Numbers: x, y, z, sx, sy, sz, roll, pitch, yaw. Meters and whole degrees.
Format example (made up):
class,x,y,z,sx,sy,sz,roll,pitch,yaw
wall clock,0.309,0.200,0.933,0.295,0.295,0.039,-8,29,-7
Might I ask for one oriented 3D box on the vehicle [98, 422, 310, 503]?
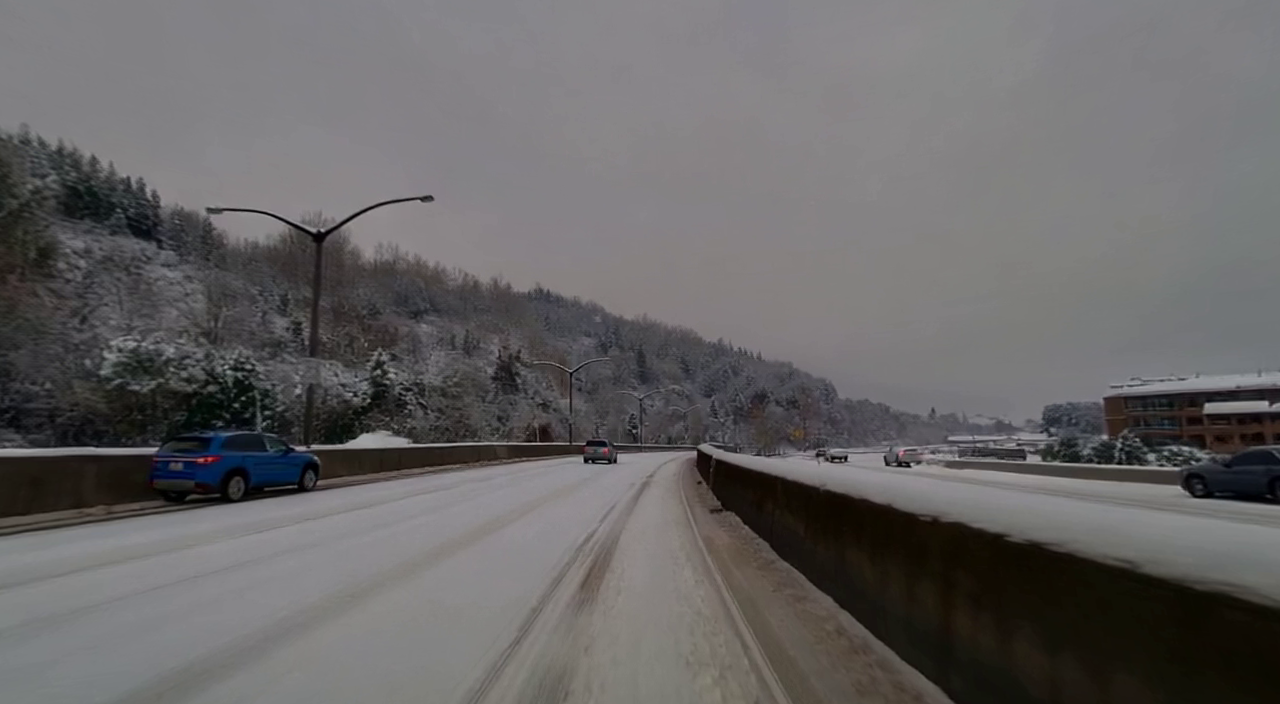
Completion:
class,x,y,z,sx,sy,sz,roll,pitch,yaw
vehicle,-10.819,2.770,16.216,2.039,1.746,4.528,-1,-8,3

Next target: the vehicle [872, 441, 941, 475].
class,x,y,z,sx,sy,sz,roll,pitch,yaw
vehicle,13.118,5.213,31.340,1.786,1.559,4.496,-1,-8,5

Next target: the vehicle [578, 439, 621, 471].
class,x,y,z,sx,sy,sz,roll,pitch,yaw
vehicle,-2.391,6.202,38.085,2.028,1.782,4.150,-1,-8,5
